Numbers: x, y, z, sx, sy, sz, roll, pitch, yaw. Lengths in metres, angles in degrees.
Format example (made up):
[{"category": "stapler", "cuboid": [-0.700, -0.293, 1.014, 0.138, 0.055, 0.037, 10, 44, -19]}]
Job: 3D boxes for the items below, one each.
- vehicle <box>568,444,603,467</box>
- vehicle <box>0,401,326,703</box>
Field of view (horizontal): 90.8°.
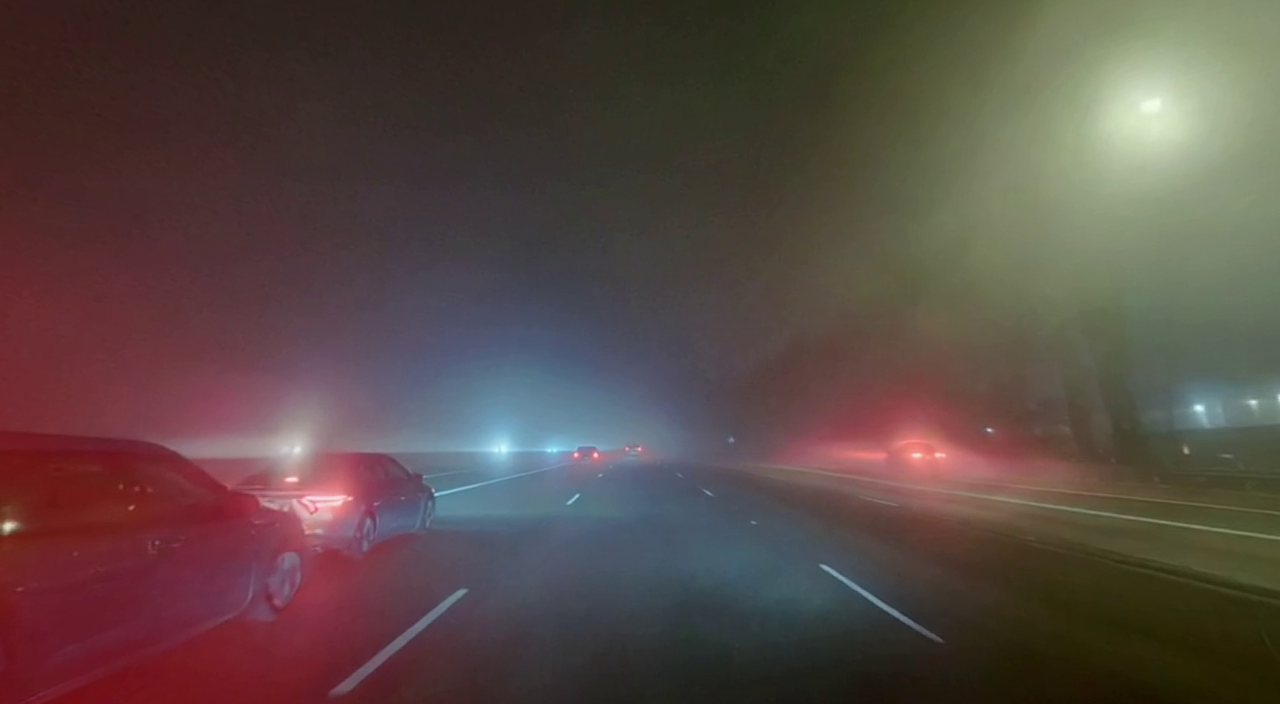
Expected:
[{"category": "vehicle", "cuboid": [-3.895, 7.475, 45.850, 2.140, 1.574, 4.946, 0, -8, -1]}, {"category": "vehicle", "cuboid": [-4.017, 1.071, 3.390, 2.187, 1.527, 4.849, 0, -8, 0]}]
